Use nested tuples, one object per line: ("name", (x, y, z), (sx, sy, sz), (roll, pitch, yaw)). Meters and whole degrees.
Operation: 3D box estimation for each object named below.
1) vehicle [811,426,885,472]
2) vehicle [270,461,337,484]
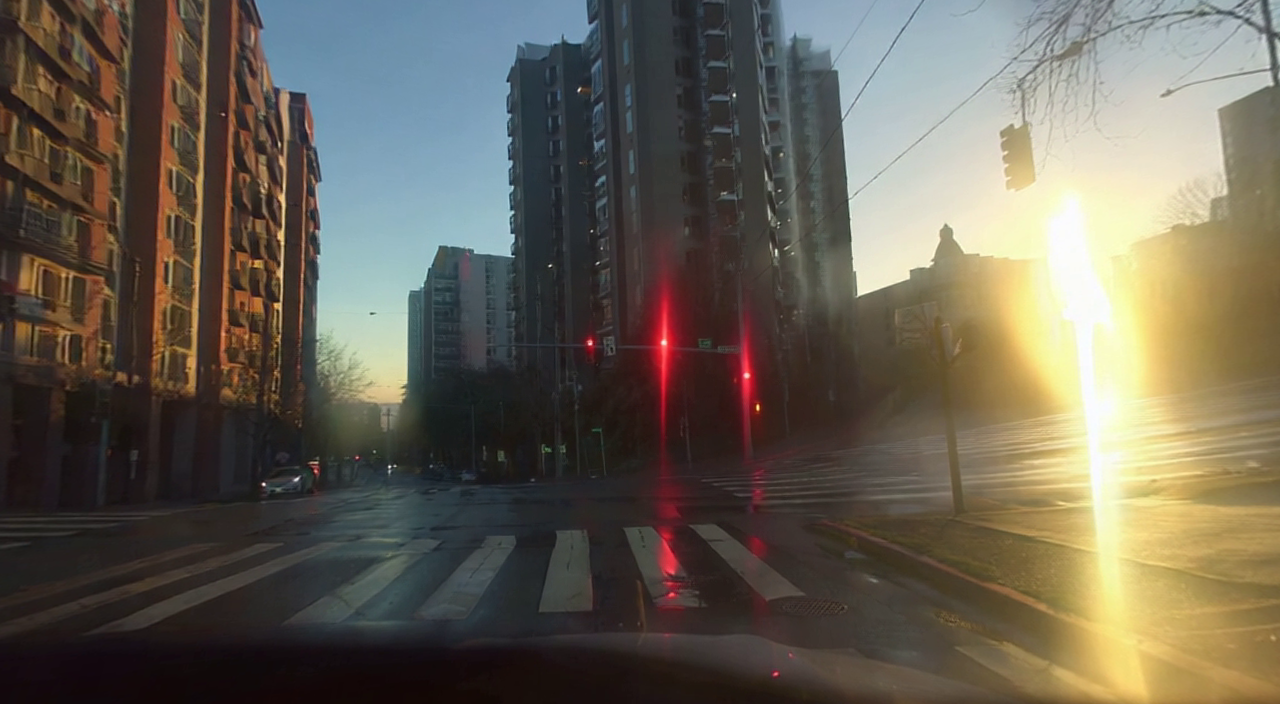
("vehicle", (15.115, 7.134, 46.343), (2.948, 3.071, 7.295), (0, -9, 1))
("vehicle", (-24.668, 8.817, 46.284), (3.882, 1.600, 1.768), (0, -9, 2))
